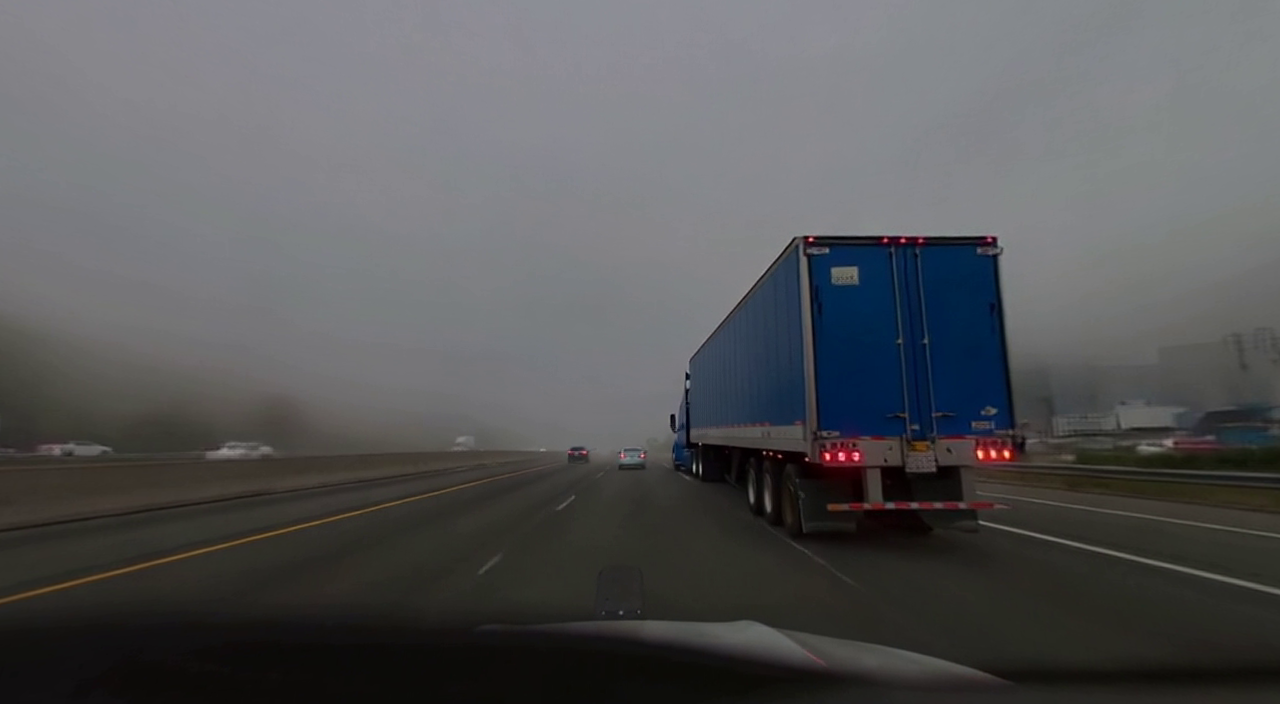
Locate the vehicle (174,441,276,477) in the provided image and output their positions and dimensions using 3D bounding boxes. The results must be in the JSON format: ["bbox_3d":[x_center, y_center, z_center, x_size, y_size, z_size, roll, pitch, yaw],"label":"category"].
[{"bbox_3d":[-20.529,5.316,31.531,2.103,1.665,4.517,0,-9,-1],"label":"vehicle"}]

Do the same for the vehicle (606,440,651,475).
[{"bbox_3d":[-0.606,5.425,32.747,2.191,1.685,4.015,0,-9,-1],"label":"vehicle"}]

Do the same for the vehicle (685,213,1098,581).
[{"bbox_3d":[3.295,1.633,14.974,2.996,4.123,15.965,0,-9,-1],"label":"vehicle"}]

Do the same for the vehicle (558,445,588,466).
[{"bbox_3d":[-5.150,8.011,49.050,1.995,1.491,4.317,0,-9,-2],"label":"vehicle"}]
